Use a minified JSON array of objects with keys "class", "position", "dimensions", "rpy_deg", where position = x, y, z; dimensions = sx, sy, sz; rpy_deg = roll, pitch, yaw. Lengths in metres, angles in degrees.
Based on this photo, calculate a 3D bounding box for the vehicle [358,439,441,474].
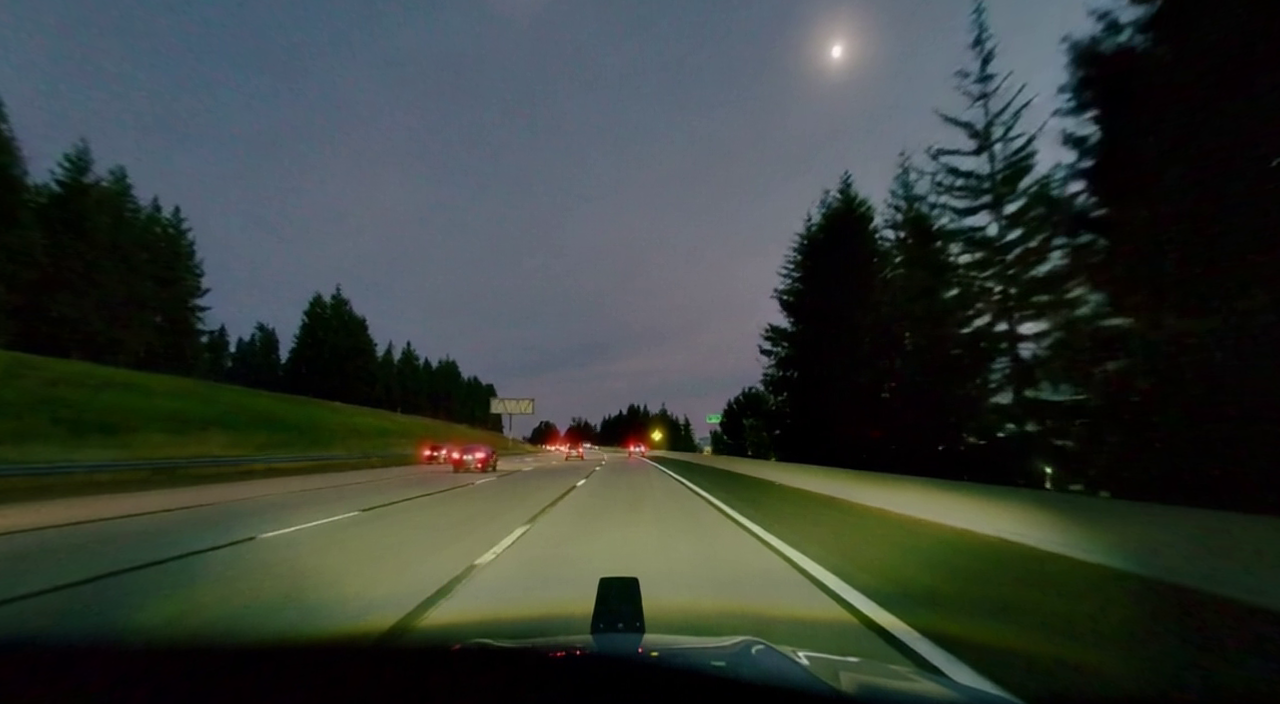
[{"class":"vehicle","position":[-11.487,5.003,30.415],"dimensions":[2.100,1.537,5.092],"rpy_deg":[1,-8,-1]}]

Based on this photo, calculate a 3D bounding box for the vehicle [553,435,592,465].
[{"class":"vehicle","position":[-4.363,6.456,41.359],"dimensions":[2.138,1.833,4.622],"rpy_deg":[1,-8,-1]}]

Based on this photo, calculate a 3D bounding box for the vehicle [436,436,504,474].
[{"class":"vehicle","position":[-7.939,4.849,29.772],"dimensions":[2.015,1.651,4.432],"rpy_deg":[1,-8,-1]}]
